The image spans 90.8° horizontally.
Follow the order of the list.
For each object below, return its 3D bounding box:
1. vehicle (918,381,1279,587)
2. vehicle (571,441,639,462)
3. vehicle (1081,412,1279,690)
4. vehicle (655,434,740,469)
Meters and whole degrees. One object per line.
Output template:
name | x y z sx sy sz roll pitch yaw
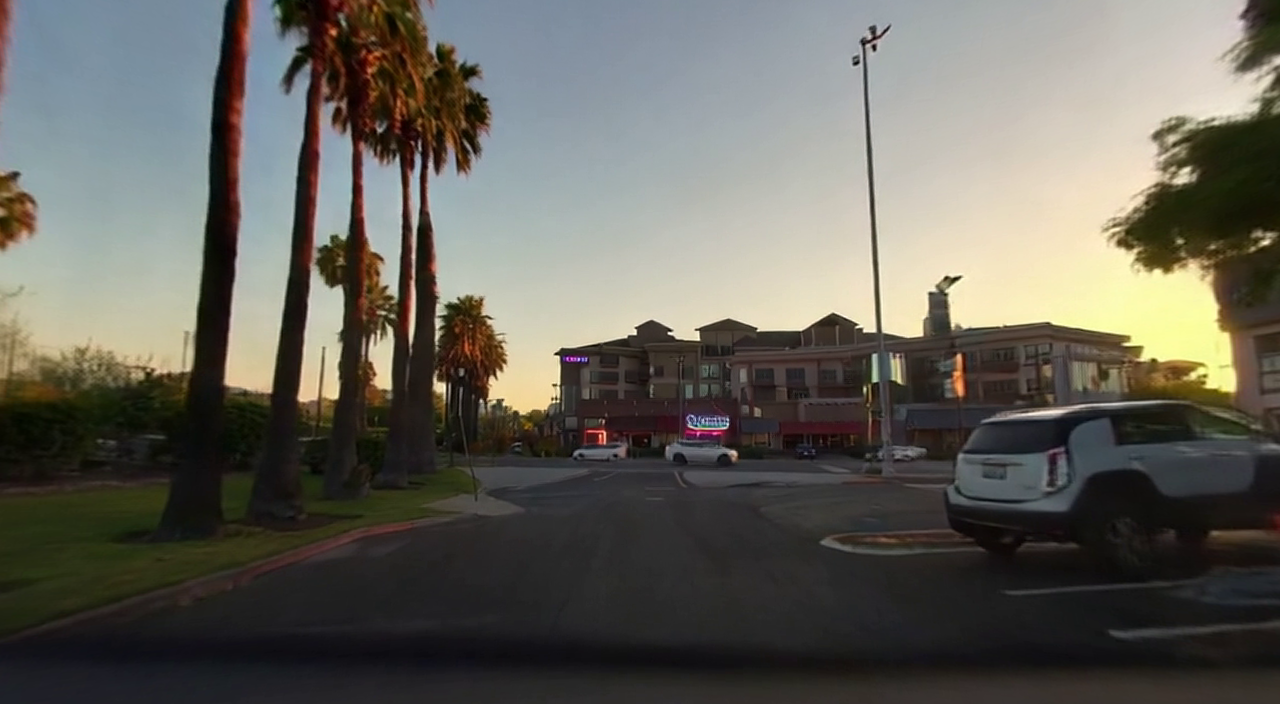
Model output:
vehicle | 5.883 1.368 6.990 4.656 1.886 1.915 0 -9 -3
vehicle | -2.491 7.278 46.125 4.850 1.472 1.777 0 -9 -1
vehicle | 5.824 1.128 3.992 4.742 1.506 1.919 0 -7 -5
vehicle | 2.954 5.238 33.209 4.211 1.756 2.158 0 -9 -2
